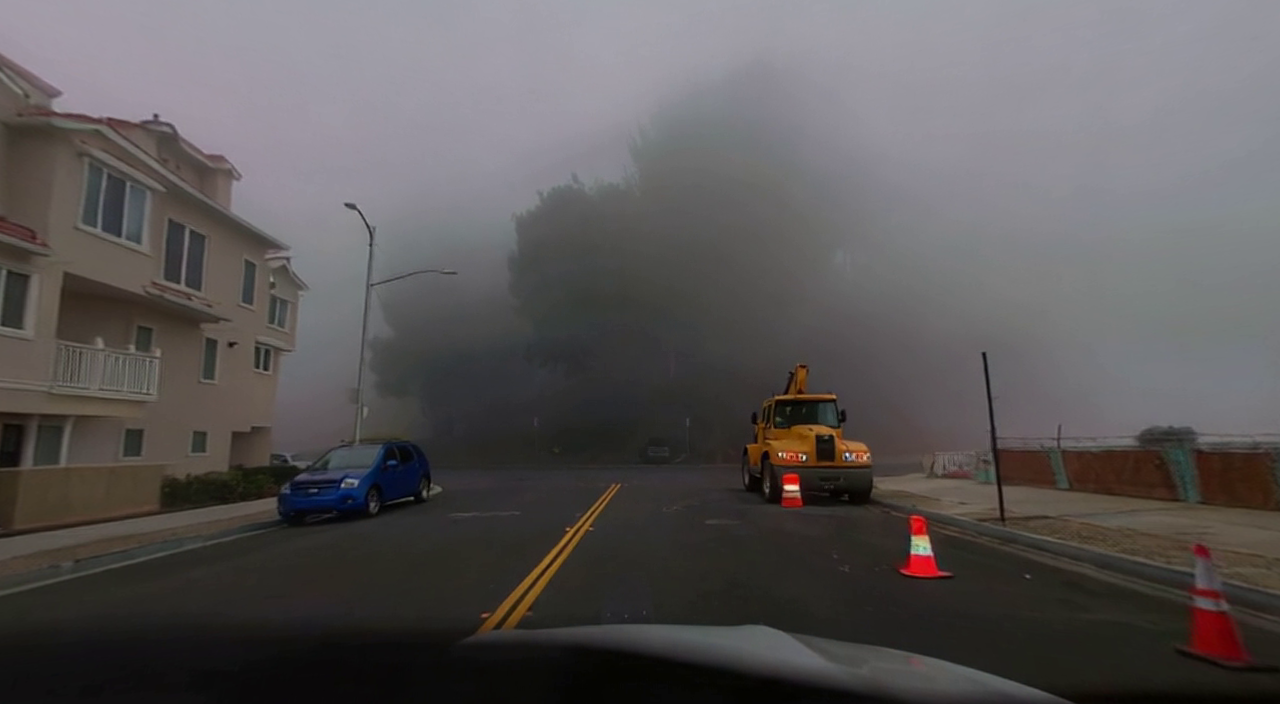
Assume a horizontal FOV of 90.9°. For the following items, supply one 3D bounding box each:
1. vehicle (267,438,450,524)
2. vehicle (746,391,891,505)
[{"bbox_3d":[-6.588,3.021,15.551,2.220,1.765,4.799,0,-8,1],"label":"vehicle"},{"bbox_3d":[4.437,2.476,16.378,2.501,2.613,3.505,0,-9,-4],"label":"vehicle"}]
